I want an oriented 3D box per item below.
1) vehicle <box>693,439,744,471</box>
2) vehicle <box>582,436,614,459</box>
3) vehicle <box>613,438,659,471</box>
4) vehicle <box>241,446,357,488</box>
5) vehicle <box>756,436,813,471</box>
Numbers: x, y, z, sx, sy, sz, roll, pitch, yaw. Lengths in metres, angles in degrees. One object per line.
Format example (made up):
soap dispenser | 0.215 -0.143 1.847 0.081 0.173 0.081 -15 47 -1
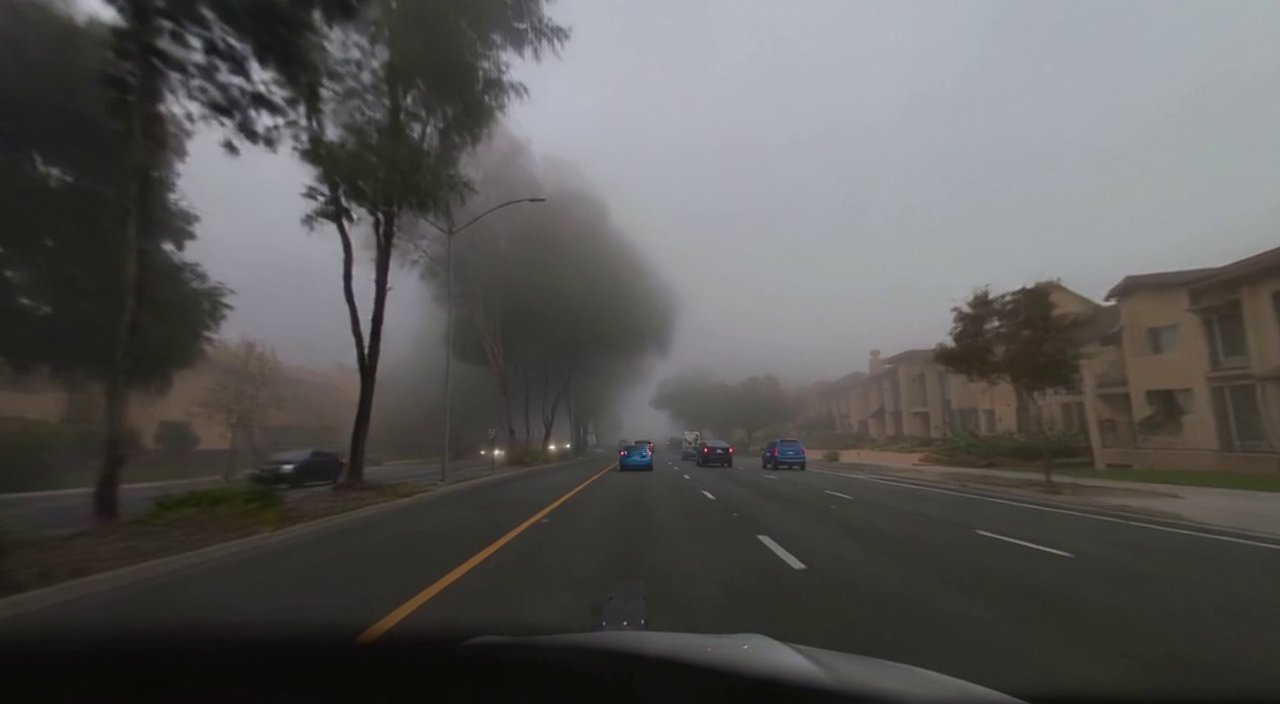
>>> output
vehicle | 3.941 5.243 32.330 2.067 1.514 4.188 0 -8 0
vehicle | -3.209 7.368 48.575 2.031 1.705 4.325 0 -8 1
vehicle | -0.156 5.029 31.078 2.102 1.481 3.907 0 -8 1
vehicle | -13.561 4.576 25.477 1.990 1.481 4.677 0 -8 1
vehicle | 7.595 5.375 33.503 1.972 1.700 4.269 0 -8 0
